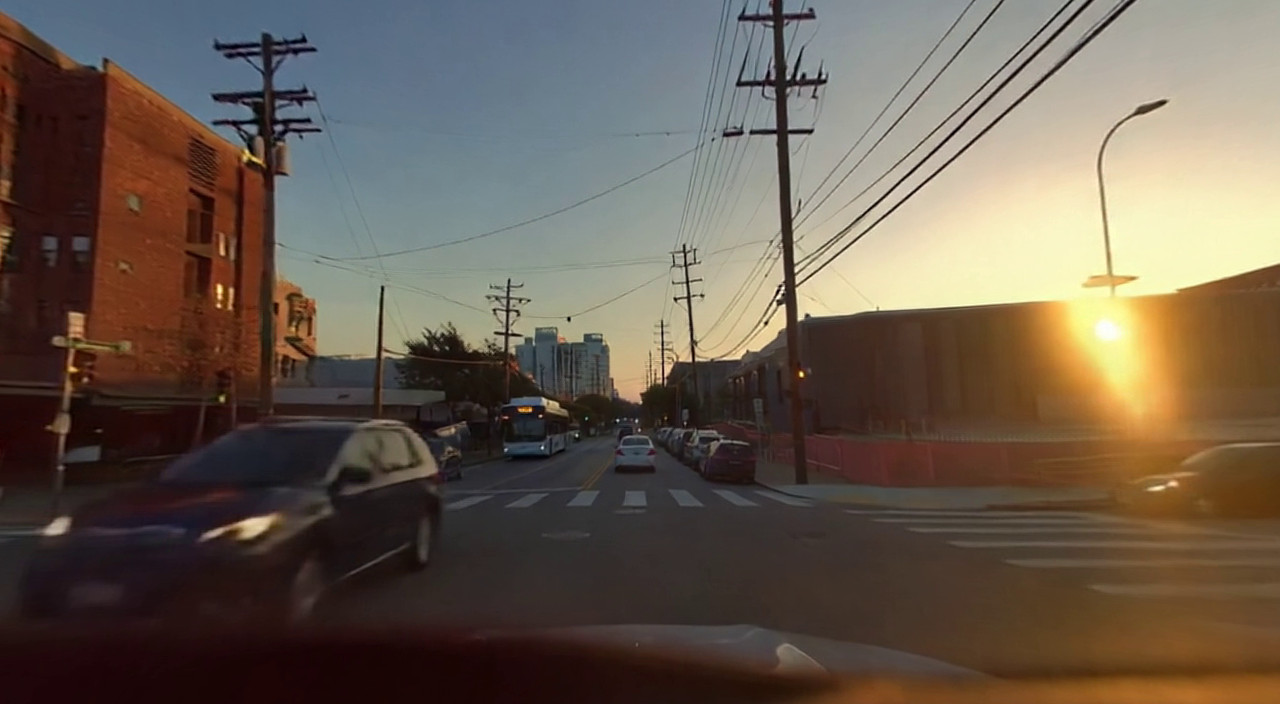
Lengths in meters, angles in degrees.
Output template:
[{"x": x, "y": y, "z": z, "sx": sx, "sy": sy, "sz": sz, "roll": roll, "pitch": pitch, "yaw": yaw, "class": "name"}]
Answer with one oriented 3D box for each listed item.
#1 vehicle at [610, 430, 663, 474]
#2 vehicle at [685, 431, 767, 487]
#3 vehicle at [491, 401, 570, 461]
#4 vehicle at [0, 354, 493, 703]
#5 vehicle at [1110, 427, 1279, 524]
[{"x": -0.204, "y": 4.374, "z": 27.895, "sx": 2.190, "sy": 1.783, "sz": 4.048, "roll": 0, "pitch": -8, "yaw": -2, "class": "vehicle"}, {"x": 2.893, "y": 3.753, "z": 22.220, "sx": 2.171, "sy": 1.751, "sz": 4.373, "roll": 0, "pitch": -10, "yaw": -1, "class": "vehicle"}, {"x": -6.757, "y": 5.307, "z": 41.405, "sx": 3.297, "sy": 3.342, "sz": 12.875, "roll": 0, "pitch": -8, "yaw": -2, "class": "vehicle"}, {"x": -3.412, "y": 1.389, "z": 6.366, "sx": 2.474, "sy": 1.926, "sz": 5.823, "roll": 0, "pitch": -8, "yaw": 0, "class": "vehicle"}, {"x": 11.992, "y": 2.265, "z": 11.895, "sx": 4.576, "sy": 1.650, "sz": 1.980, "roll": -1, "pitch": -8, "yaw": 3, "class": "vehicle"}]
